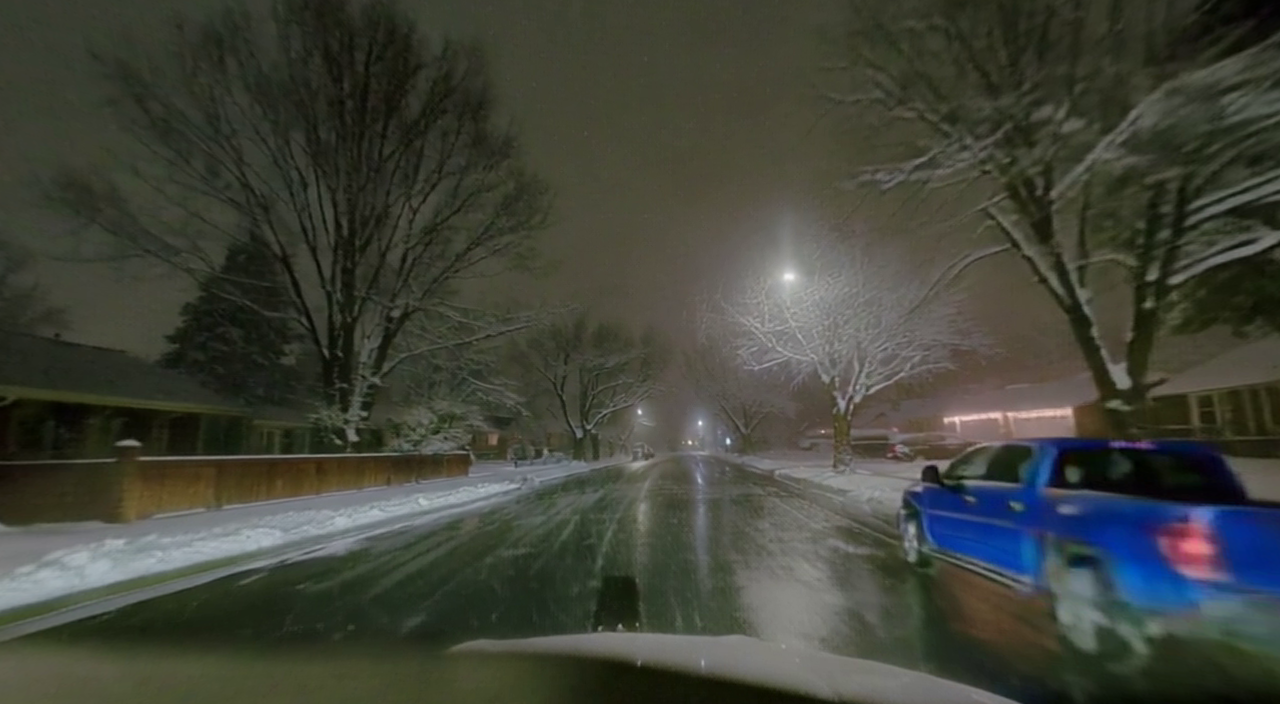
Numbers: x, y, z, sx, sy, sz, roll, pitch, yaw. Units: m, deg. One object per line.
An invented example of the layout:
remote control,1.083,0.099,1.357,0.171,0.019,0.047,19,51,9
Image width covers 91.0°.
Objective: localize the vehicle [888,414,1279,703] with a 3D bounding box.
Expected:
vehicle,3.657,1.322,4.730,2.006,1.494,4.211,0,-9,2
